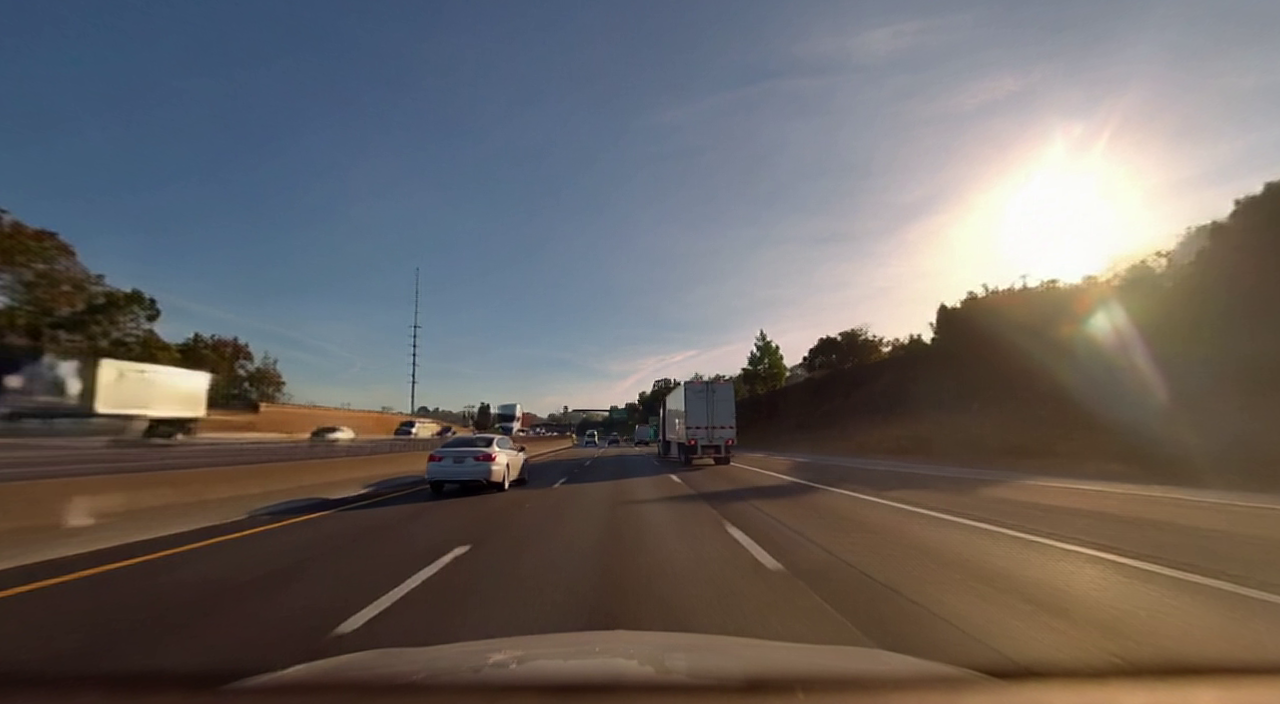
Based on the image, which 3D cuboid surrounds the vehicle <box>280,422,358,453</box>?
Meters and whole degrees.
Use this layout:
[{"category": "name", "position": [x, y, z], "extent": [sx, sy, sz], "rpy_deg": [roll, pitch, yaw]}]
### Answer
[{"category": "vehicle", "position": [-16.831, 4.522, 33.309], "extent": [1.818, 1.476, 4.577], "rpy_deg": [0, -8, -1]}]

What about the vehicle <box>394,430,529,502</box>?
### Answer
[{"category": "vehicle", "position": [-4.028, 2.621, 15.075], "extent": [1.971, 1.444, 4.401], "rpy_deg": [0, -8, -1]}]

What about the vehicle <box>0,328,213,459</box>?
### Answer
[{"category": "vehicle", "position": [-20.092, 1.773, 22.475], "extent": [2.903, 3.769, 9.823], "rpy_deg": [0, -8, -1]}]

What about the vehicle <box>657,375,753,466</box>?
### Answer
[{"category": "vehicle", "position": [3.072, 4.002, 35.250], "extent": [3.241, 4.042, 14.292], "rpy_deg": [0, -8, -3]}]
